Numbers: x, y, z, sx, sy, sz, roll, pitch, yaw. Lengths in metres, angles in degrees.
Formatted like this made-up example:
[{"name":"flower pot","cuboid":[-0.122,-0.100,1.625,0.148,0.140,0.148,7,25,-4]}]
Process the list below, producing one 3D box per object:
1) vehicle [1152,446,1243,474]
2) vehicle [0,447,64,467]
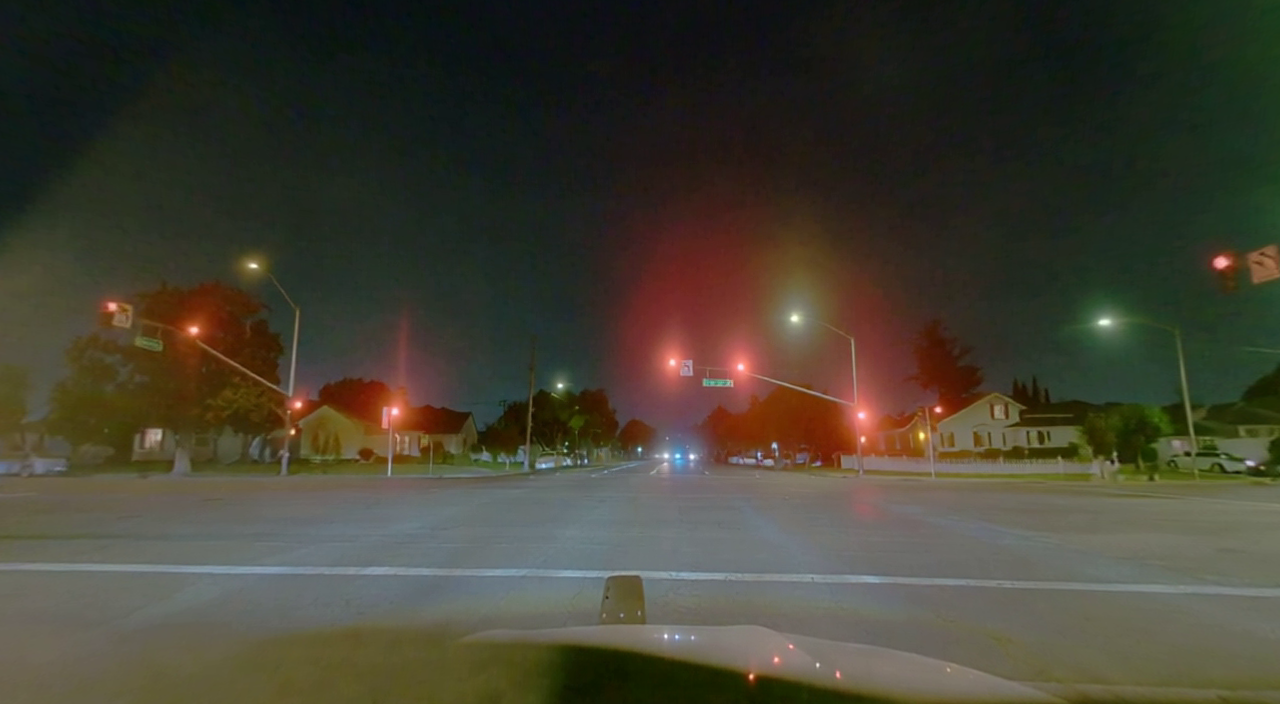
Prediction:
[{"name":"vehicle","cuboid":[36.783,7.097,41.870,1.853,1.723,4.460,0,-9,-1]},{"name":"vehicle","cuboid":[-44.280,7.522,45.396,3.949,1.422,1.744,0,-9,1]}]
